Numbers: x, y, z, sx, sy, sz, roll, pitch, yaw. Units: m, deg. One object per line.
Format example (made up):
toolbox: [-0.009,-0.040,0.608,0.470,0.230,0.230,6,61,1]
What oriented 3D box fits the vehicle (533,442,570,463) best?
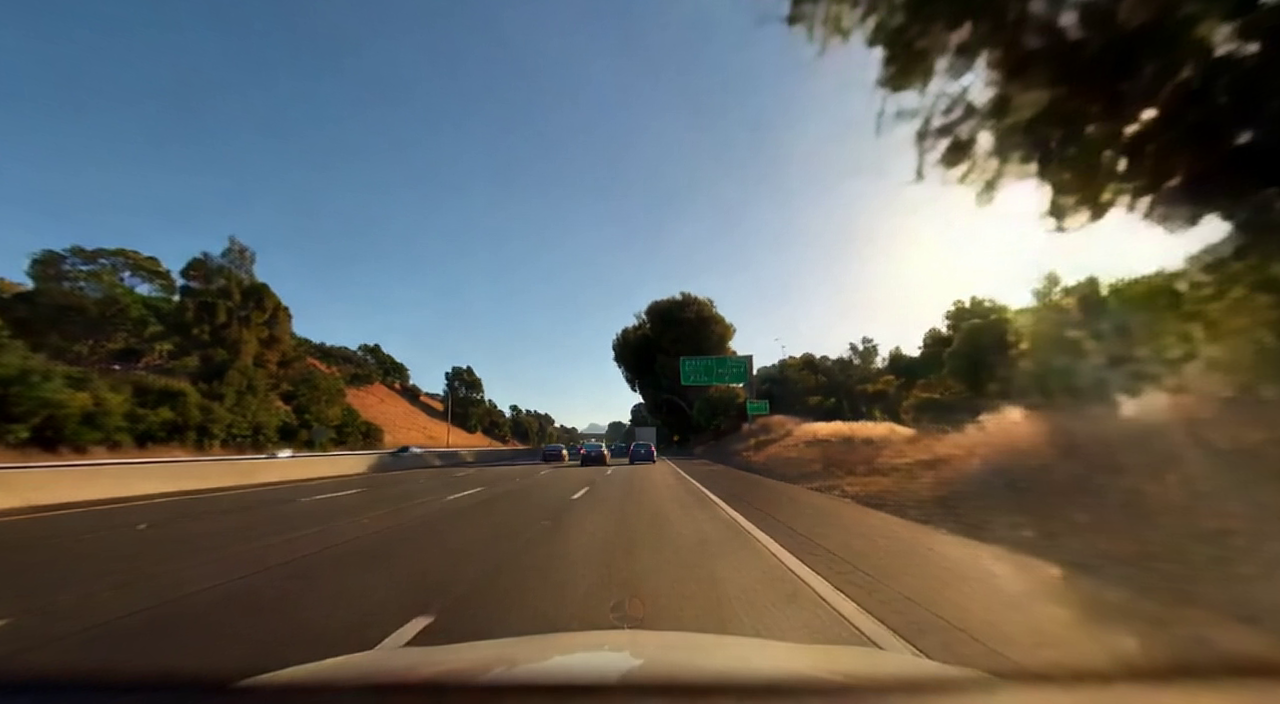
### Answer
vehicle: [-6.626,7.558,47.633,2.009,1.519,4.697,-1,-8,1]

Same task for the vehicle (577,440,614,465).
vehicle: [-3.024,7.020,44.161,2.139,1.589,5.102,-1,-8,1]

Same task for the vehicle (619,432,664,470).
vehicle: [0.092,5.486,35.166,2.309,1.915,5.130,-1,-8,0]
